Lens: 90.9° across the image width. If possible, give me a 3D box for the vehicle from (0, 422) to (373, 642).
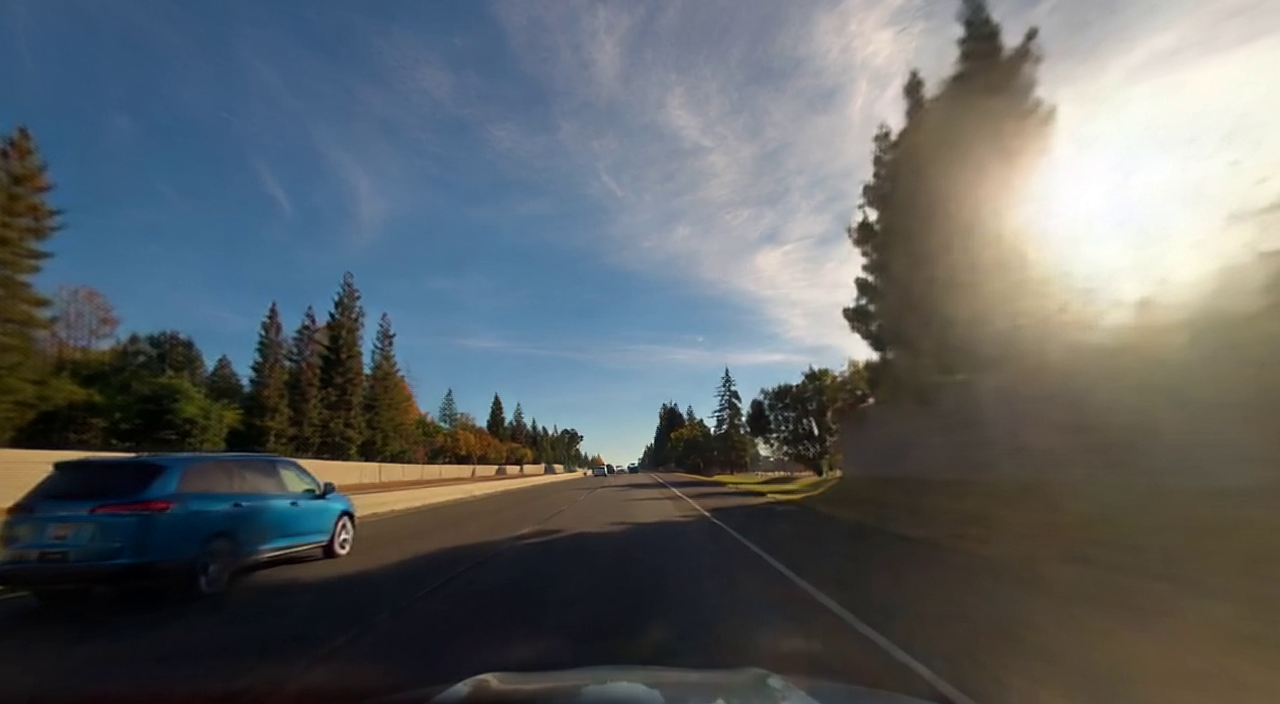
[{"bbox_3d":[-4.635,1.640,6.550,1.914,1.534,4.015,1,-10,0],"label":"vehicle"}]
